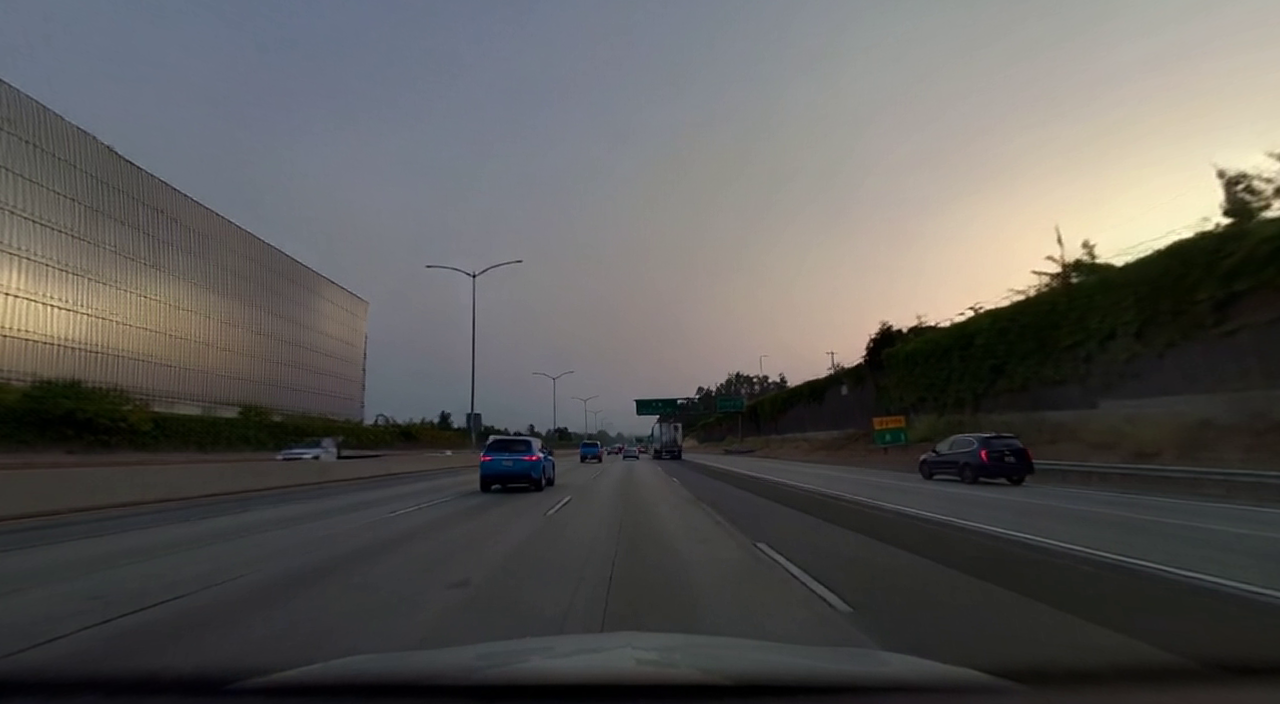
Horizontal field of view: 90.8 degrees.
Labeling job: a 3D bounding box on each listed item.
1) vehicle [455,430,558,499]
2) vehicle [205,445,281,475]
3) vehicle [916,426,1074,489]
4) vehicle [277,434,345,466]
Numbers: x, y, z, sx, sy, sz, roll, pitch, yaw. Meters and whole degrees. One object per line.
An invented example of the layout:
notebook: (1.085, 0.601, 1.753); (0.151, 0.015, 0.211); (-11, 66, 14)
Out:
vehicle: (-3.622, 3.142, 17.976); (2.039, 1.710, 4.237); (0, -9, -1)
vehicle: (-20.461, 5.576, 32.712); (1.654, 1.416, 3.481); (-1, -9, 0)
vehicle: (11.278, 3.410, 20.655); (2.089, 1.787, 5.080); (0, -9, -1)
vehicle: (-24.020, 7.170, 46.398); (2.223, 2.194, 5.208); (0, -9, -1)
